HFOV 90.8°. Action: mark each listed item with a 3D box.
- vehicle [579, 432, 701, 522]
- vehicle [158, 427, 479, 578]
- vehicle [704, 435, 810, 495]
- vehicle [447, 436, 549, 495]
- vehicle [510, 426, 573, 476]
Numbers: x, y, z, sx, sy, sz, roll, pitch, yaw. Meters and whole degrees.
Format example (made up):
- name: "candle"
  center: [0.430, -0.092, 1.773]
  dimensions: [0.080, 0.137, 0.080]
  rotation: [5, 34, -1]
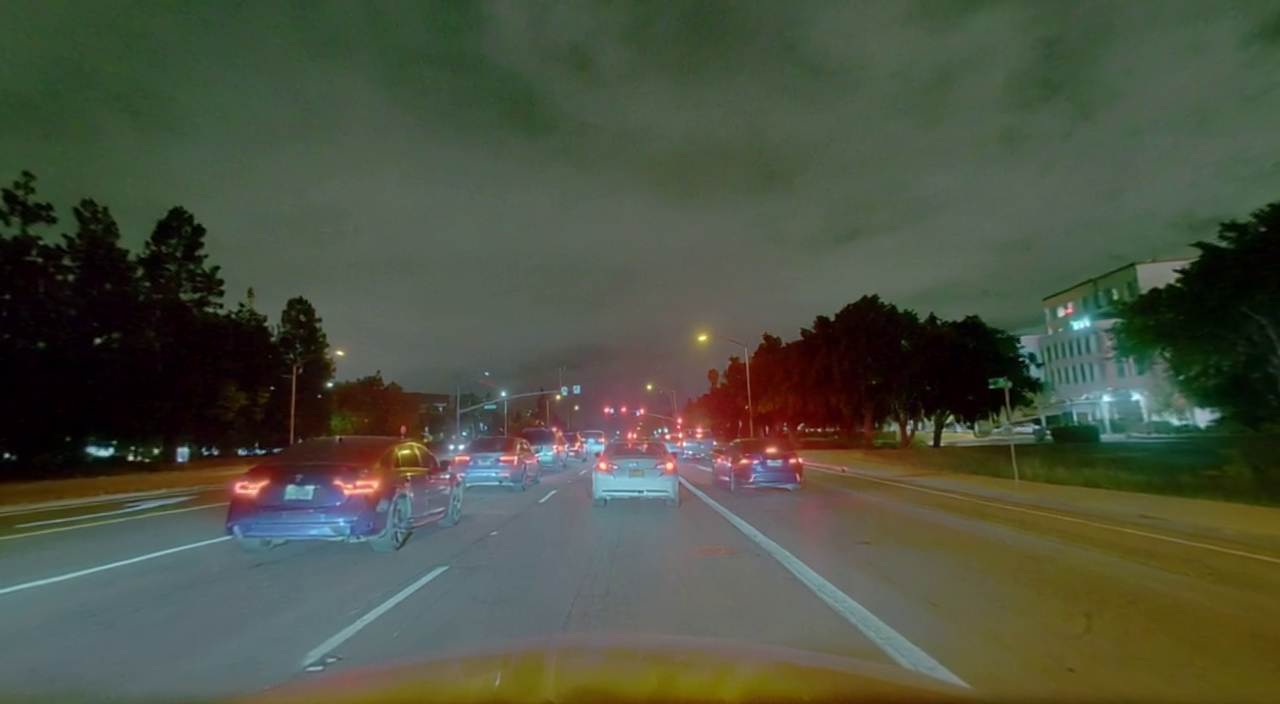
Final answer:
- name: "vehicle"
  center: [-0.073, 2.366, 12.512]
  dimensions: [2.007, 1.467, 4.059]
  rotation: [0, -8, -2]
- name: "vehicle"
  center: [-3.757, 1.816, 8.513]
  dimensions: [2.052, 1.475, 4.341]
  rotation: [0, -8, 0]
- name: "vehicle"
  center: [3.117, 3.120, 17.862]
  dimensions: [1.978, 1.452, 4.381]
  rotation: [0, -8, -3]
- name: "vehicle"
  center: [-3.883, 3.168, 18.066]
  dimensions: [1.985, 1.467, 4.224]
  rotation: [0, -8, 0]
- name: "vehicle"
  center: [-3.979, 4.092, 26.332]
  dimensions: [2.054, 1.881, 4.469]
  rotation: [0, -8, -2]
